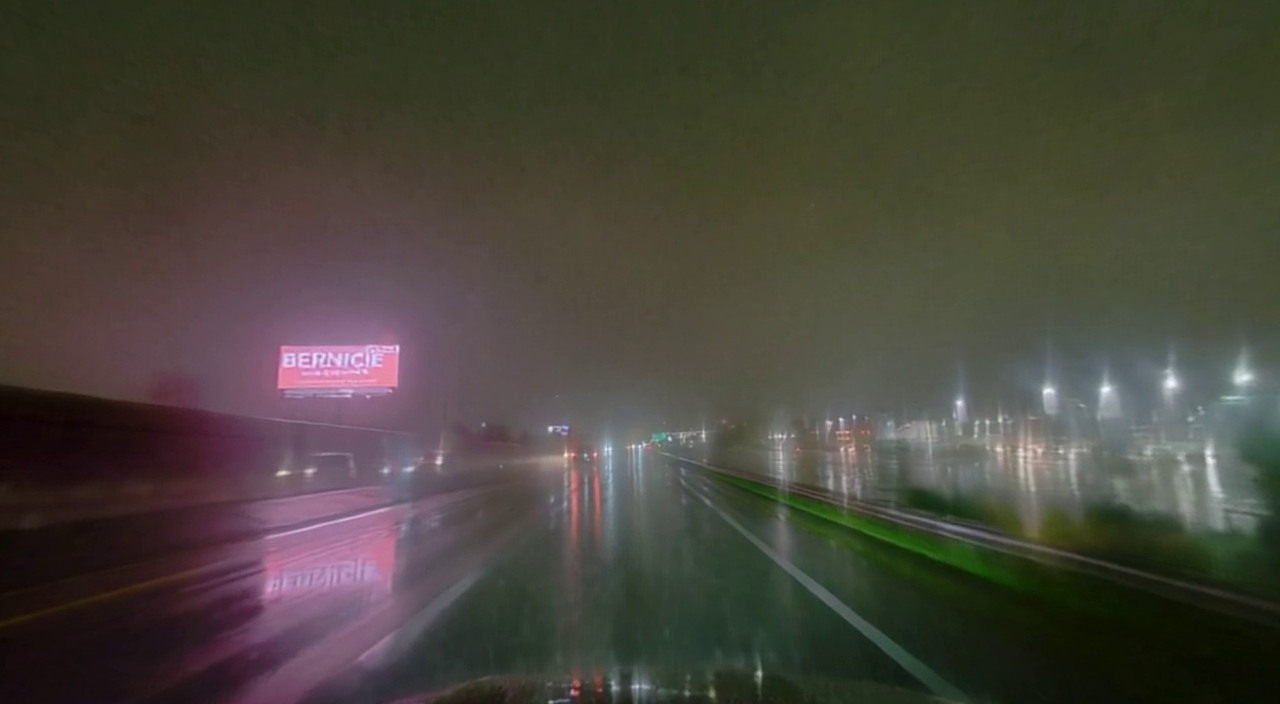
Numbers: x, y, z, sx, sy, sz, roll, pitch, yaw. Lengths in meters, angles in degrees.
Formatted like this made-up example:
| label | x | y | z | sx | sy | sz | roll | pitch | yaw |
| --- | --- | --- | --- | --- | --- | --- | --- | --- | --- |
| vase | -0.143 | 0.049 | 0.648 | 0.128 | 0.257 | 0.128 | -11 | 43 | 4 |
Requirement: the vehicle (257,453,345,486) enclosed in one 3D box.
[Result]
| label | x | y | z | sx | sy | sz | roll | pitch | yaw |
| --- | --- | --- | --- | --- | --- | --- | --- | --- | --- |
| vehicle | -16.814 | 5.819 | 31.541 | 1.946 | 1.470 | 4.333 | -1 | -9 | 1 |

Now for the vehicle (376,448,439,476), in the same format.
| label | x | y | z | sx | sy | sz | roll | pitch | yaw |
| --- | --- | --- | --- | --- | --- | --- | --- | --- | --- |
| vehicle | -13.788 | 6.519 | 37.678 | 1.932 | 1.501 | 4.484 | -1 | -9 | 1 |

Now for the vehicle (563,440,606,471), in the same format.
| label | x | y | z | sx | sy | sz | roll | pitch | yaw |
| --- | --- | --- | --- | --- | --- | --- | --- | --- | --- |
| vehicle | -3.397 | 6.504 | 39.879 | 2.159 | 1.793 | 5.027 | -1 | -9 | 1 |
